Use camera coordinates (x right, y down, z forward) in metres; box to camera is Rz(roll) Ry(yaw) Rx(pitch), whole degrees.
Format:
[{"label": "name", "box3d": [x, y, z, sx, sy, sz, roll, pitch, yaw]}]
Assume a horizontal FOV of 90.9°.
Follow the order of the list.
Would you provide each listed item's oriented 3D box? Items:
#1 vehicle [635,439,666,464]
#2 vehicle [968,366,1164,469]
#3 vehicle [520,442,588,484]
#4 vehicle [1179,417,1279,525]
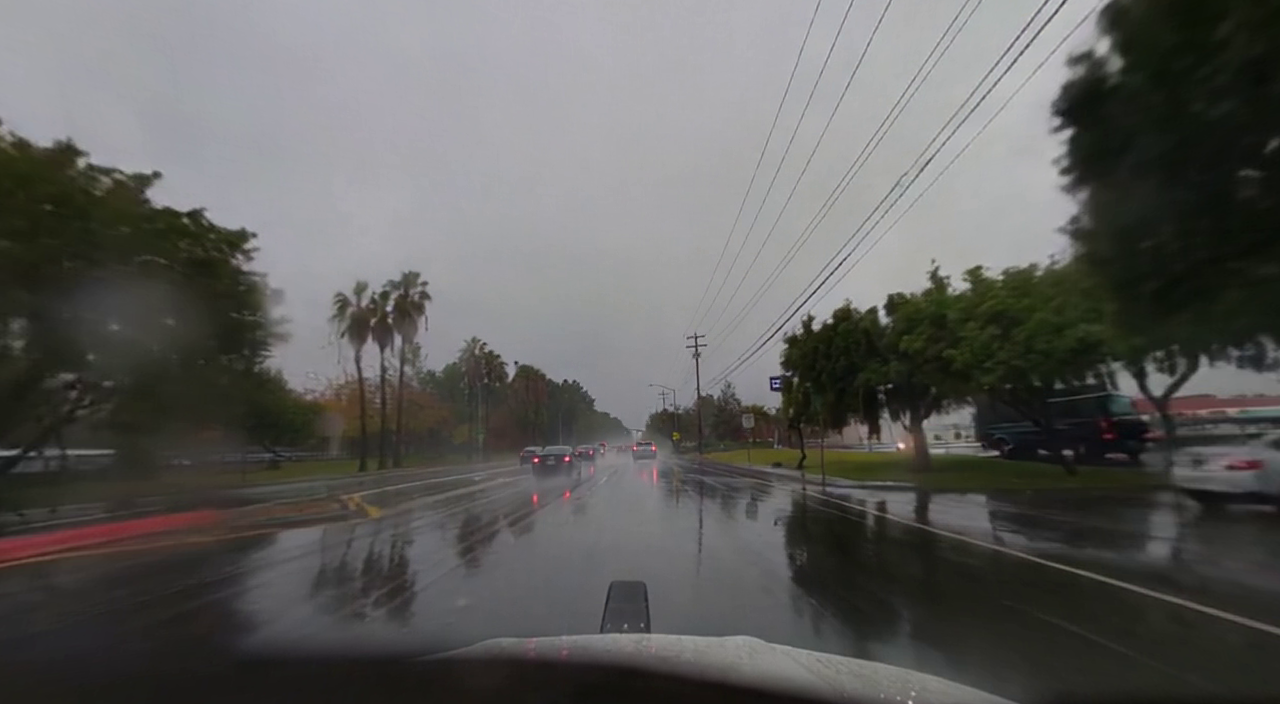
[{"label": "vehicle", "box3d": [0.775, 7.361, 46.811, 2.155, 1.781, 3.977, 0, -9, 1]}, {"label": "vehicle", "box3d": [19.839, 3.106, 30.414, 2.923, 4.081, 8.860, -3, -5, -1]}, {"label": "vehicle", "box3d": [-3.206, 4.239, 24.411, 1.982, 1.451, 4.152, 0, -9, 1]}, {"label": "vehicle", "box3d": [11.108, 1.874, 10.171, 4.420, 1.541, 2.062, 5, -10, -28]}]
